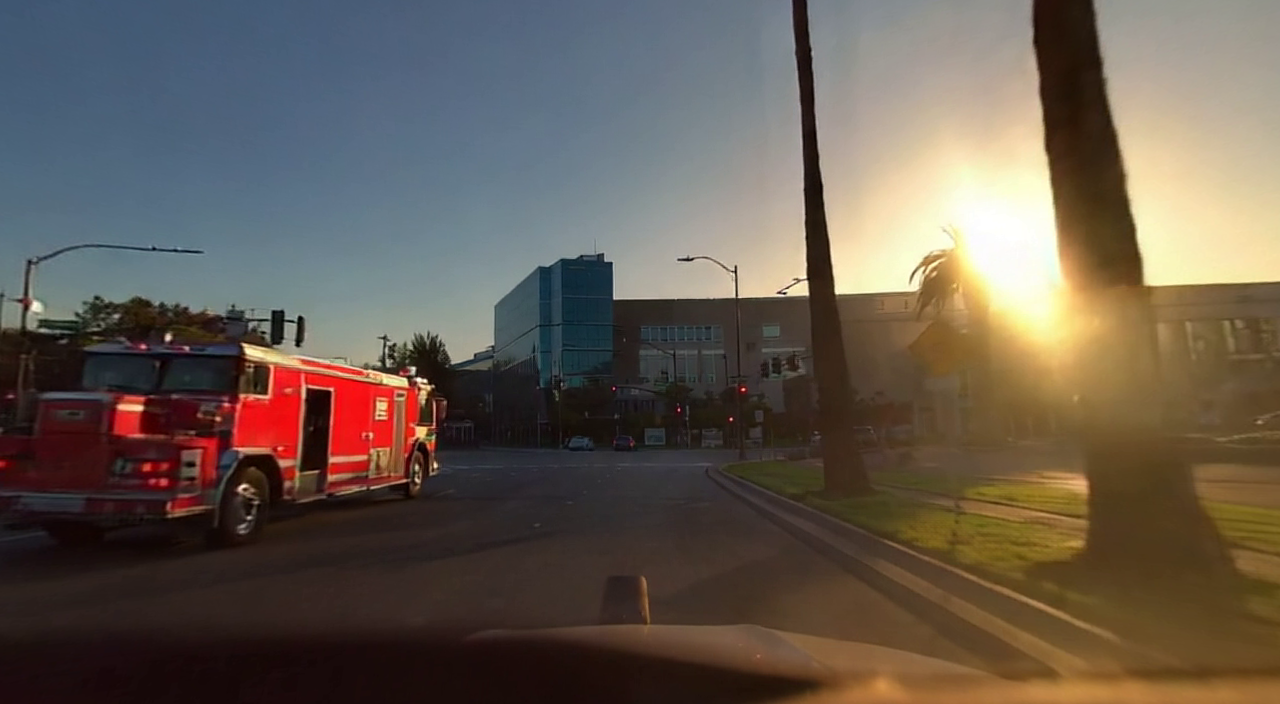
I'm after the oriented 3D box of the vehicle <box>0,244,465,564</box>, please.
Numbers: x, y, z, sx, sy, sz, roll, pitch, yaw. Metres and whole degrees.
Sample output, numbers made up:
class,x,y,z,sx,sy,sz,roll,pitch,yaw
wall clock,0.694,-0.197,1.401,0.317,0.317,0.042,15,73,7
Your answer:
class,x,y,z,sx,sy,sz,roll,pitch,yaw
vehicle,-6.878,1.413,13.145,3.008,3.730,11.786,0,-9,0
